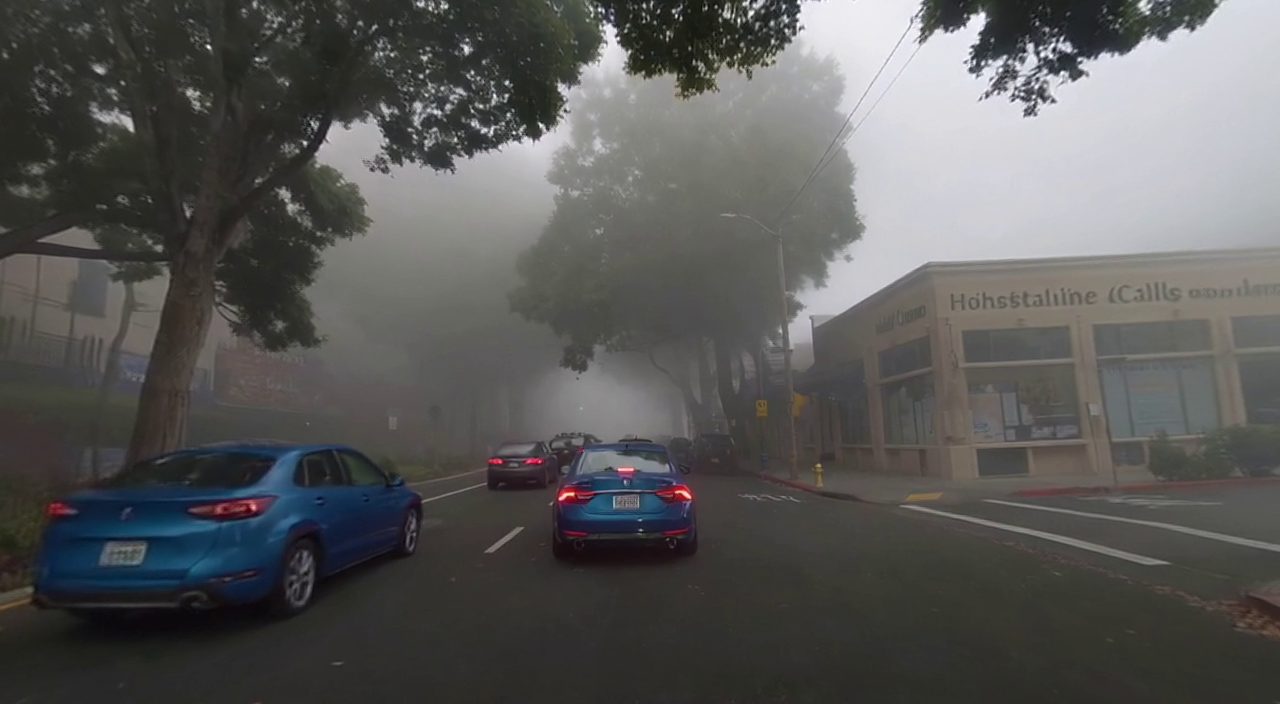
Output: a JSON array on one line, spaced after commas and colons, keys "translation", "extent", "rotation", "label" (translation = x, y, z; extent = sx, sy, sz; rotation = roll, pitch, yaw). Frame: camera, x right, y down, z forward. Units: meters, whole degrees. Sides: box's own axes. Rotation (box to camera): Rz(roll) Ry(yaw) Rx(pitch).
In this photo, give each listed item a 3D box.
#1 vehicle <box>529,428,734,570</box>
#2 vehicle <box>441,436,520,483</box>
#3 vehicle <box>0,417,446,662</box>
[{"translation": [-0.097, 1.861, 8.761], "extent": [2.160, 1.482, 4.037], "rotation": [0, -9, 0], "label": "vehicle"}, {"translation": [-6.196, 4.242, 25.072], "extent": [2.095, 1.682, 4.371], "rotation": [0, -9, -2], "label": "vehicle"}, {"translation": [-3.450, 1.446, 5.912], "extent": [1.905, 1.473, 4.016], "rotation": [0, -9, 1], "label": "vehicle"}]
